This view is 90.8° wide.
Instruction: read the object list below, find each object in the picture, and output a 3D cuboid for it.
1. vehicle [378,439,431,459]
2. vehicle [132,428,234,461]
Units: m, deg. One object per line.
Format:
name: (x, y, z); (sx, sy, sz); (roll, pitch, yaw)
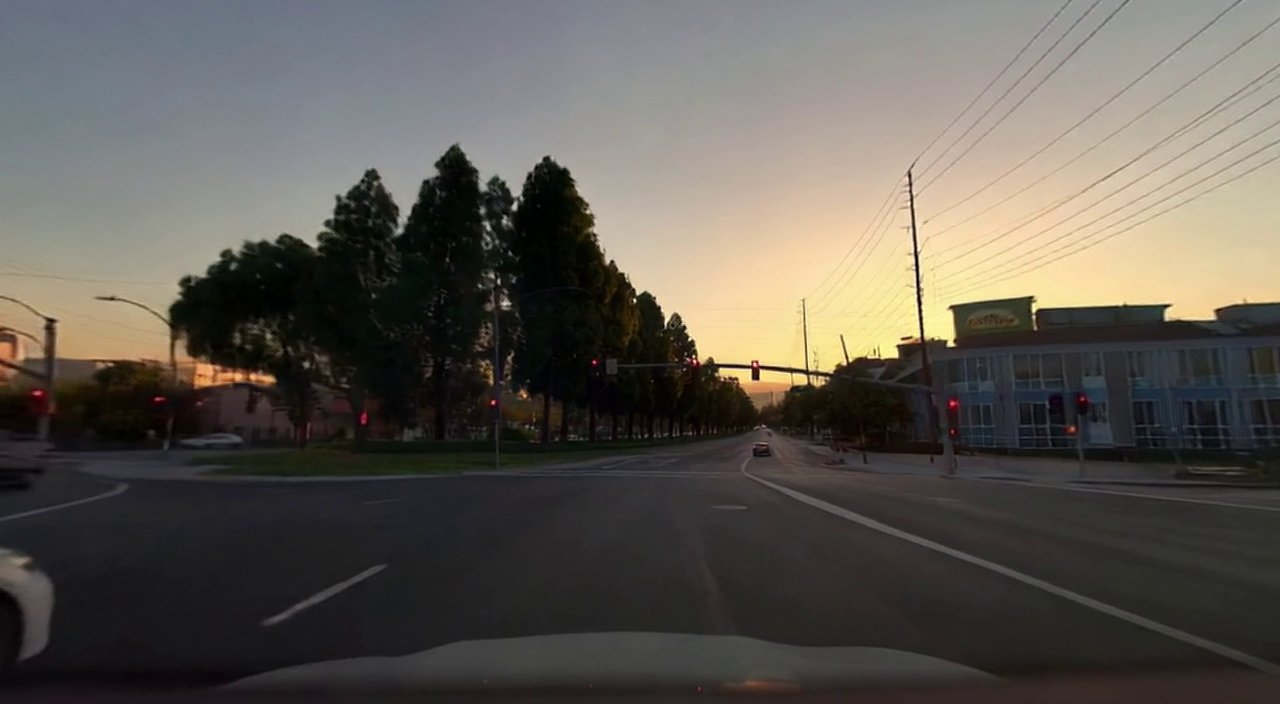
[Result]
vehicle: (-18.460, 7.622, 49.798); (1.844, 1.455, 4.538); (-2, -9, 9)
vehicle: (-27.076, 5.545, 37.694); (1.972, 1.817, 4.846); (-2, -9, 9)
